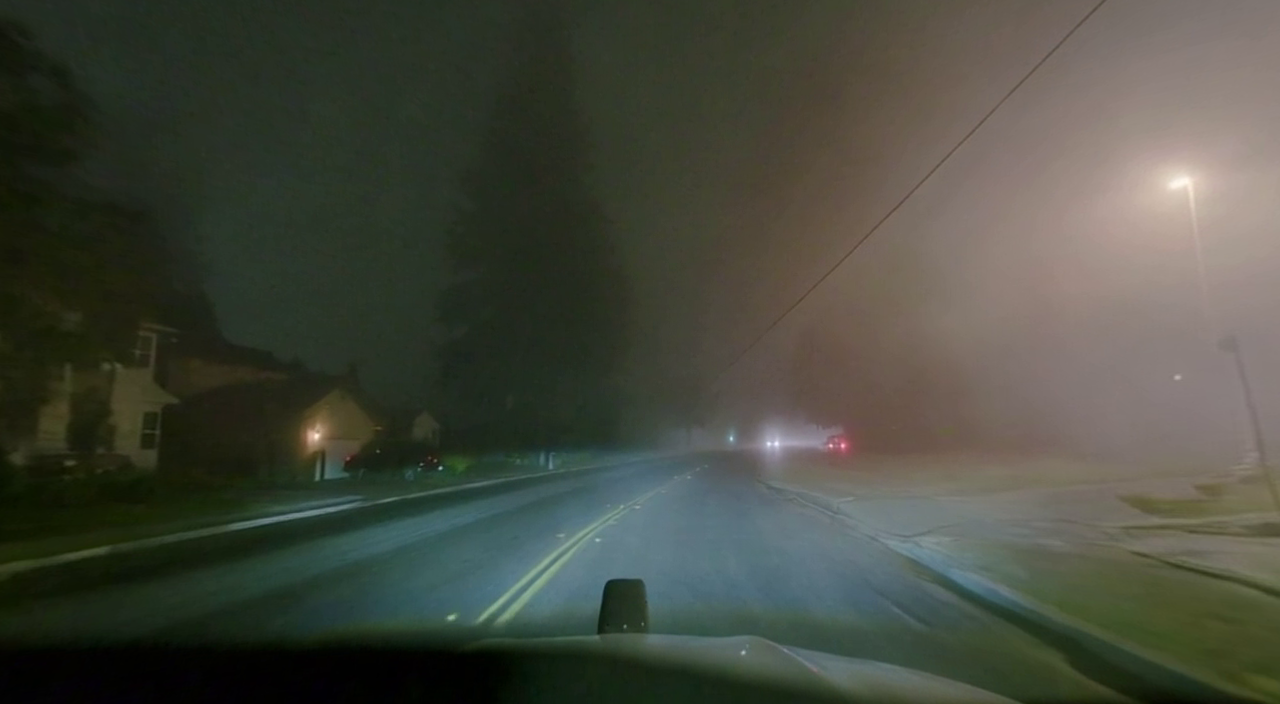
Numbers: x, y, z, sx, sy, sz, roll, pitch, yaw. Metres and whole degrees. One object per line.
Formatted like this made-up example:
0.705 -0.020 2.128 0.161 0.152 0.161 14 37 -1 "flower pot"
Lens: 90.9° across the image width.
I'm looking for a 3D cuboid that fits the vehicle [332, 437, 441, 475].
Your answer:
-11.798 4.873 29.728 4.485 1.663 2.111 2 -9 -15 "vehicle"
